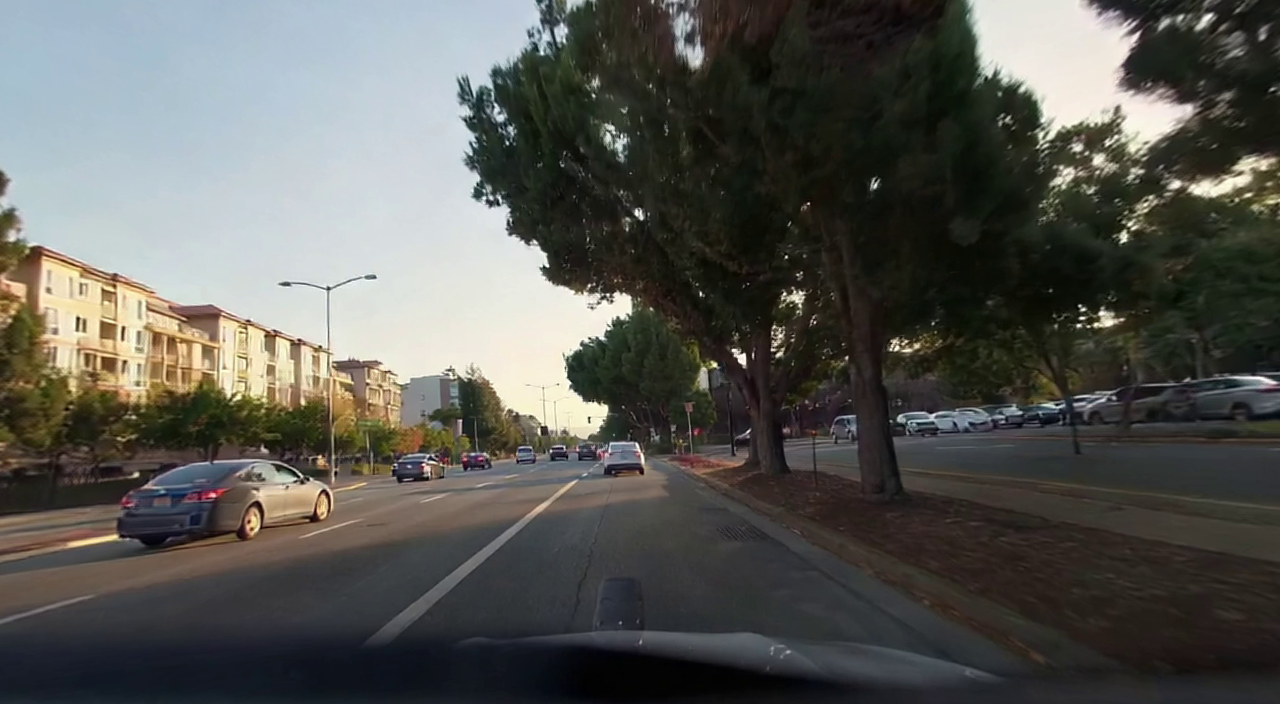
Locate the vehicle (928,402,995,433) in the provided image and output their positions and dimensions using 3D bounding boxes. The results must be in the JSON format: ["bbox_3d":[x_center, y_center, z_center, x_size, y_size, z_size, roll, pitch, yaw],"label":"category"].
[{"bbox_3d":[23.289,4.808,45.945,2.118,1.724,4.361,-9,-8,-5],"label":"vehicle"}]

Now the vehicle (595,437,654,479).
[{"bbox_3d":[-0.643,4.105,24.656,2.099,1.469,4.389,0,-8,-2],"label":"vehicle"}]

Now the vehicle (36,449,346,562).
[{"bbox_3d":[-7.017,2.387,10.690,1.906,1.449,4.576,0,-8,0],"label":"vehicle"}]

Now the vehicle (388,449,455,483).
[{"bbox_3d":[-10.431,5.442,30.495,2.024,1.484,4.592,1,-9,-6],"label":"vehicle"}]

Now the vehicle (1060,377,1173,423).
[{"bbox_3d":[34.315,3.594,45.906,2.608,2.389,6.582,-9,-8,-3],"label":"vehicle"}]

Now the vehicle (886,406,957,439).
[{"bbox_3d":[20.254,5.069,45.743,2.079,1.985,5.085,-8,-5,-7],"label":"vehicle"}]

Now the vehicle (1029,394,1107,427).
[{"bbox_3d":[31.422,4.399,46.600,2.074,1.749,4.957,-1,-13,-1],"label":"vehicle"}]

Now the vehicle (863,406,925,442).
[{"bbox_3d":[17.912,5.145,44.816,2.002,2.015,4.254,-9,-8,-7],"label":"vehicle"}]

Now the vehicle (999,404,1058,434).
[{"bbox_3d":[28.572,4.892,46.608,1.882,1.730,4.753,-6,-3,9],"label":"vehicle"}]
